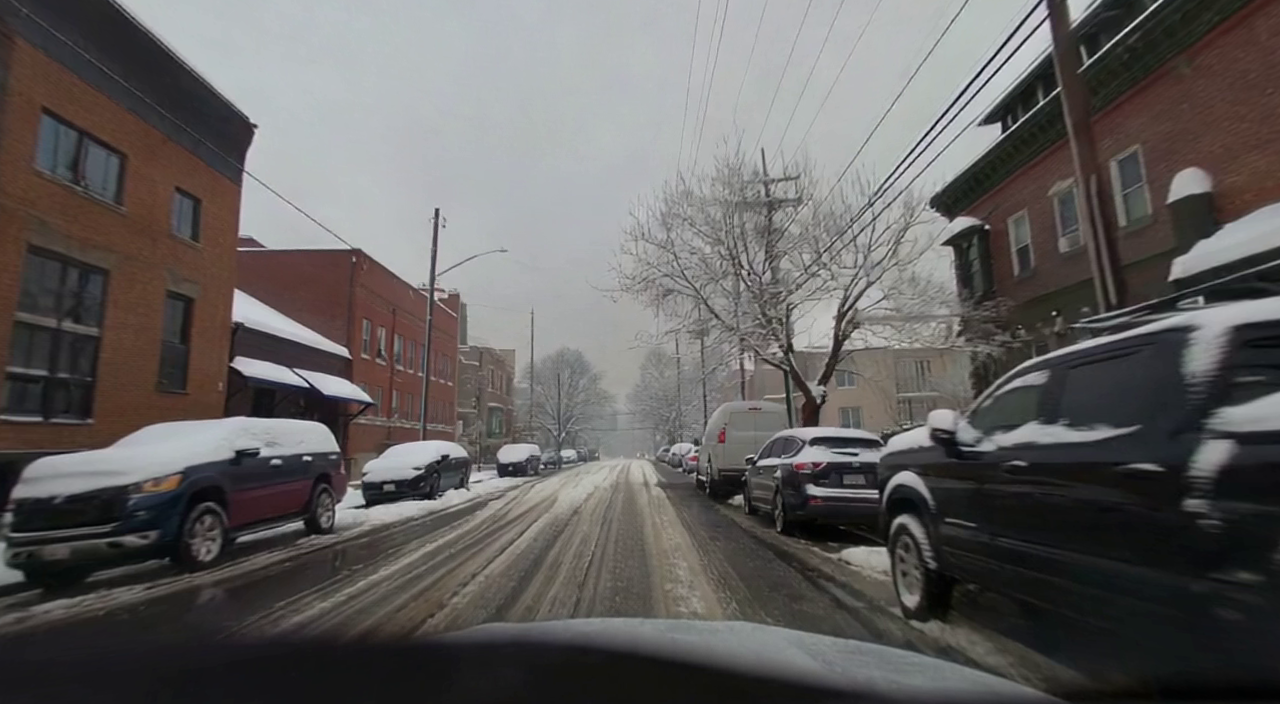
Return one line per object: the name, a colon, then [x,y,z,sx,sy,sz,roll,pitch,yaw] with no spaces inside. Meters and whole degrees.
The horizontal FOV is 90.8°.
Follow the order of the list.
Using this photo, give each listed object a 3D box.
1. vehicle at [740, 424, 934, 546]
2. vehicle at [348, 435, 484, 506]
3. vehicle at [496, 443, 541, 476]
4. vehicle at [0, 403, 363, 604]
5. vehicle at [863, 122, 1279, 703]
vehicle: [3.066,2.148,10.842,1.896,1.675,4.000,0,-9,-2]
vehicle: [-6.810,3.657,20.074,2.259,1.899,5.643,0,-8,0]
vehicle: [-7.037,6.279,37.161,1.930,1.756,4.955,0,-8,-3]
vehicle: [-6.726,2.067,9.849,2.235,2.119,6.061,0,-8,-2]
vehicle: [3.467,0.534,3.075,2.458,2.439,5.621,0,-9,-3]
